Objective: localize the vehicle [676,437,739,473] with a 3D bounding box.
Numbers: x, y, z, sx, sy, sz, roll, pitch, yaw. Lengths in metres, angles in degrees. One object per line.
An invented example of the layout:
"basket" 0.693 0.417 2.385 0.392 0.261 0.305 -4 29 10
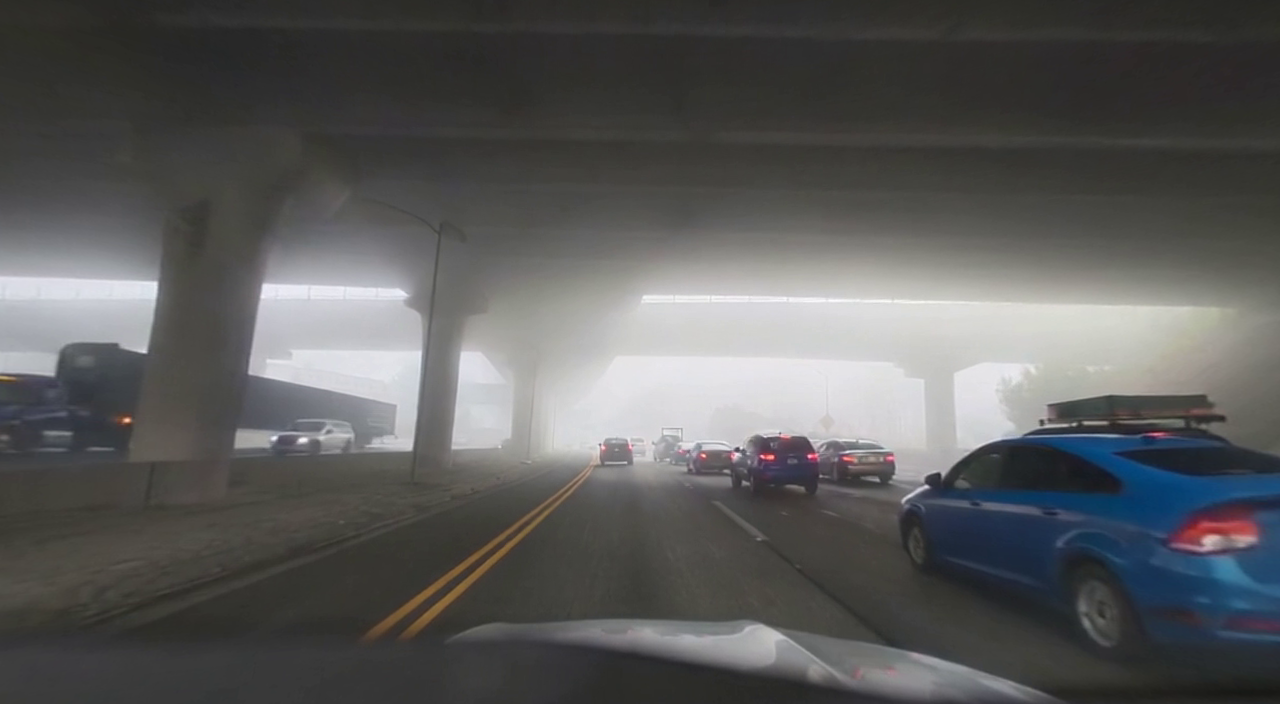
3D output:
"vehicle" 2.925 4.595 28.439 2.074 1.455 4.646 0 -8 -3

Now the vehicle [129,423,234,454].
"vehicle" -23.451 4.468 32.579 1.979 1.481 4.811 0 -8 -2

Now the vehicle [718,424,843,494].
"vehicle" 3.881 3.066 18.564 2.276 1.739 5.040 0 -8 -3

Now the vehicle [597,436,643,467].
"vehicle" -1.061 5.241 33.533 2.266 1.549 3.978 0 -8 -2

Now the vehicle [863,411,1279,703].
"vehicle" 3.735 1.347 5.371 1.944 1.466 4.540 0 -8 -1

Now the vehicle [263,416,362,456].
"vehicle" -16.262 4.240 31.813 2.120 1.831 5.735 0 -8 -3
